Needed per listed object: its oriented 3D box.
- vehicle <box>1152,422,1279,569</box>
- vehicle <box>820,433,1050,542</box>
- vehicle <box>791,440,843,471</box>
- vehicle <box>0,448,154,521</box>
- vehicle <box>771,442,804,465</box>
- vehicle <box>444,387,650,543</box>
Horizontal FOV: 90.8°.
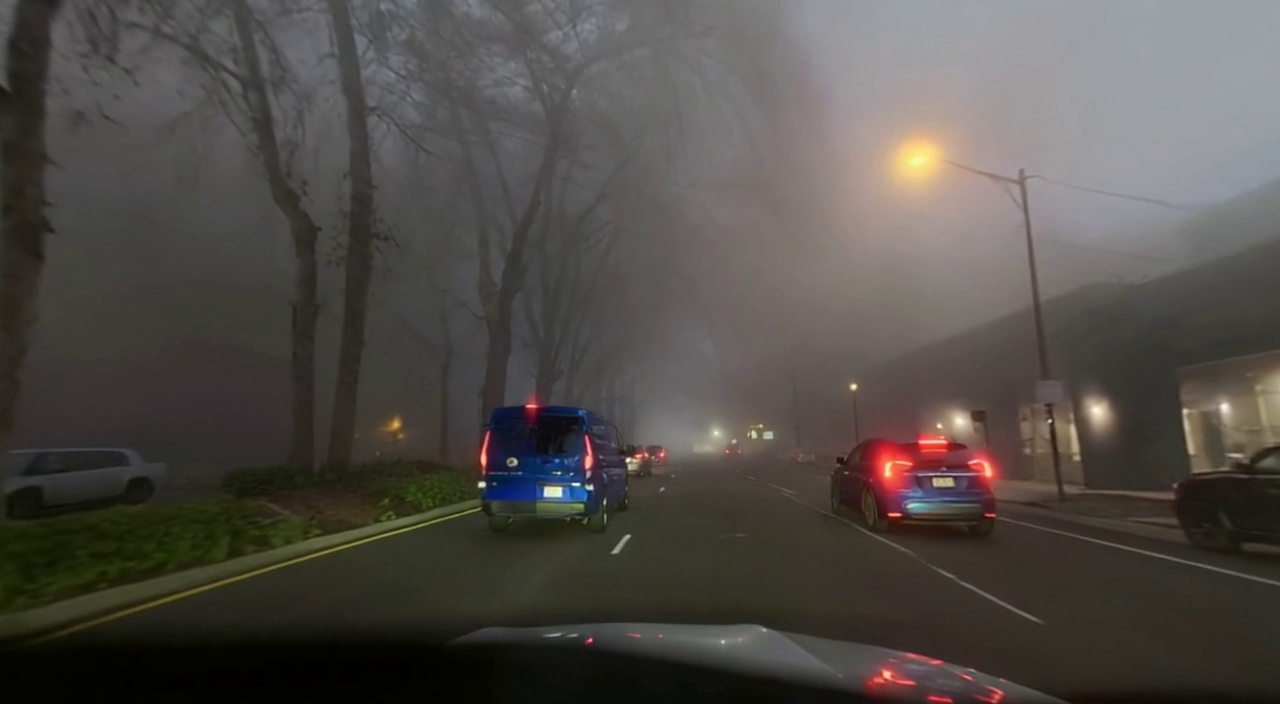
[{"bbox_3d":[8.119,1.538,6.663,1.983,1.618,4.108,0,-9,1],"label":"vehicle"},{"bbox_3d":[4.729,2.220,11.076,2.021,1.491,4.563,-1,-9,3],"label":"vehicle"},{"bbox_3d":[10.690,6.284,38.460,2.017,1.745,4.670,0,-9,3],"label":"vehicle"},{"bbox_3d":[-14.256,3.025,14.846,1.889,1.525,4.351,-1,-9,6],"label":"vehicle"},{"bbox_3d":[11.474,7.910,49.386,1.962,1.741,4.289,-1,-9,5],"label":"vehicle"},{"bbox_3d":[-1.272,1.992,11.711,2.490,2.153,5.594,-1,-9,5],"label":"vehicle"}]
